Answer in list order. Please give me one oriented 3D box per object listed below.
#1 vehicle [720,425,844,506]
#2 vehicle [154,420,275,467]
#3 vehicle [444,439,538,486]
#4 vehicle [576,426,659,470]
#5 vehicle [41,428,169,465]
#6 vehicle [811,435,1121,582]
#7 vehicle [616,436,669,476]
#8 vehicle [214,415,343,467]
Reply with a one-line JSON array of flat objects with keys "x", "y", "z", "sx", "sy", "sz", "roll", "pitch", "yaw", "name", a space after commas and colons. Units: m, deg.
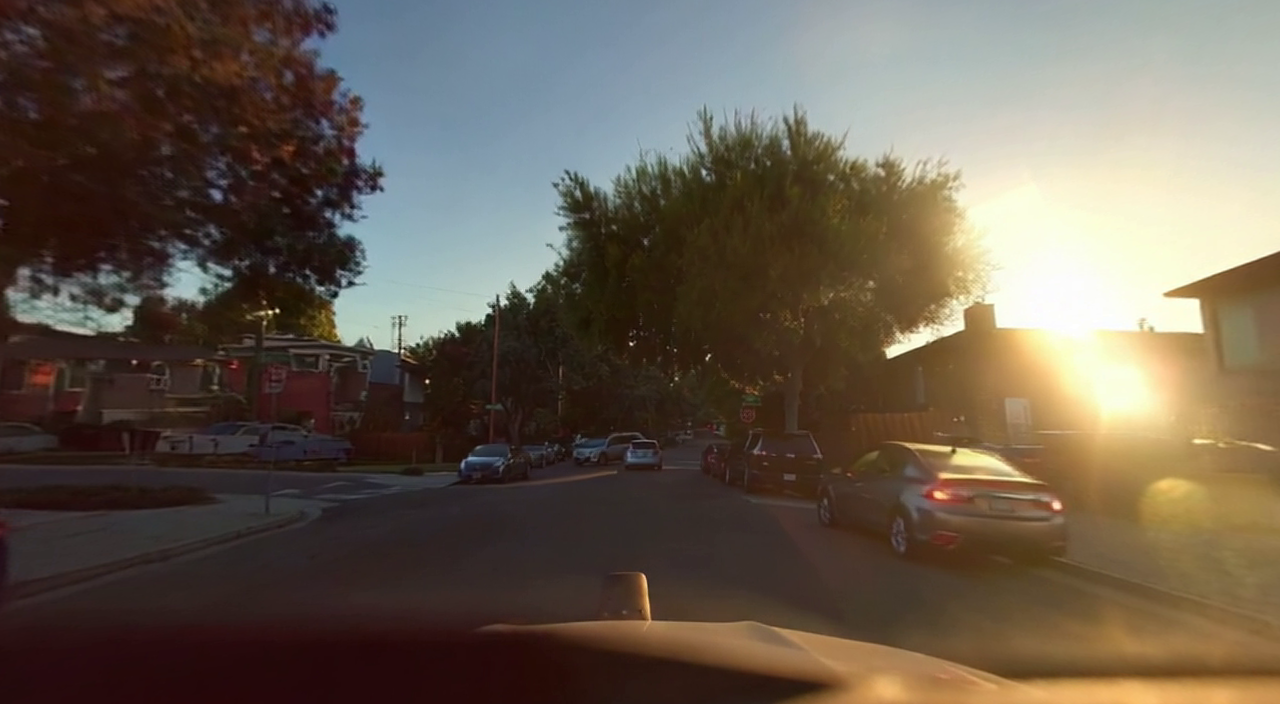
[{"x": 3.538, "y": 2.880, "z": 16.540, "sx": 2.144, "sy": 1.751, "sz": 4.472, "roll": 2, "pitch": -8, "yaw": -1, "name": "vehicle"}, {"x": -18.691, "y": 4.038, "z": 27.951, "sx": 2.103, "sy": 1.840, "sz": 4.868, "roll": 2, "pitch": -7, "yaw": -3, "name": "vehicle"}, {"x": -5.008, "y": 3.786, "z": 21.859, "sx": 1.999, "sy": 1.441, "sz": 4.628, "roll": 0, "pitch": -8, "yaw": 2, "name": "vehicle"}, {"x": -1.465, "y": 5.619, "z": 36.911, "sx": 2.772, "sy": 2.319, "sz": 6.249, "roll": 4, "pitch": -9, "yaw": -23, "name": "vehicle"}, {"x": -23.963, "y": 4.252, "z": 28.383, "sx": 1.852, "sy": 1.518, "sz": 4.438, "roll": 0, "pitch": -8, "yaw": 0, "name": "vehicle"}, {"x": 3.928, "y": 1.923, "z": 8.626, "sx": 1.876, "sy": 1.477, "sz": 4.324, "roll": 0, "pitch": -8, "yaw": -1, "name": "vehicle"}, {"x": 0.042, "y": 4.271, "z": 26.045, "sx": 2.010, "sy": 1.499, "sz": 4.107, "roll": 0, "pitch": -9, "yaw": -1, "name": "vehicle"}, {"x": -15.802, "y": 3.984, "z": 27.960, "sx": 2.320, "sy": 2.030, "sz": 5.730, "roll": 0, "pitch": -8, "yaw": 0, "name": "vehicle"}]
